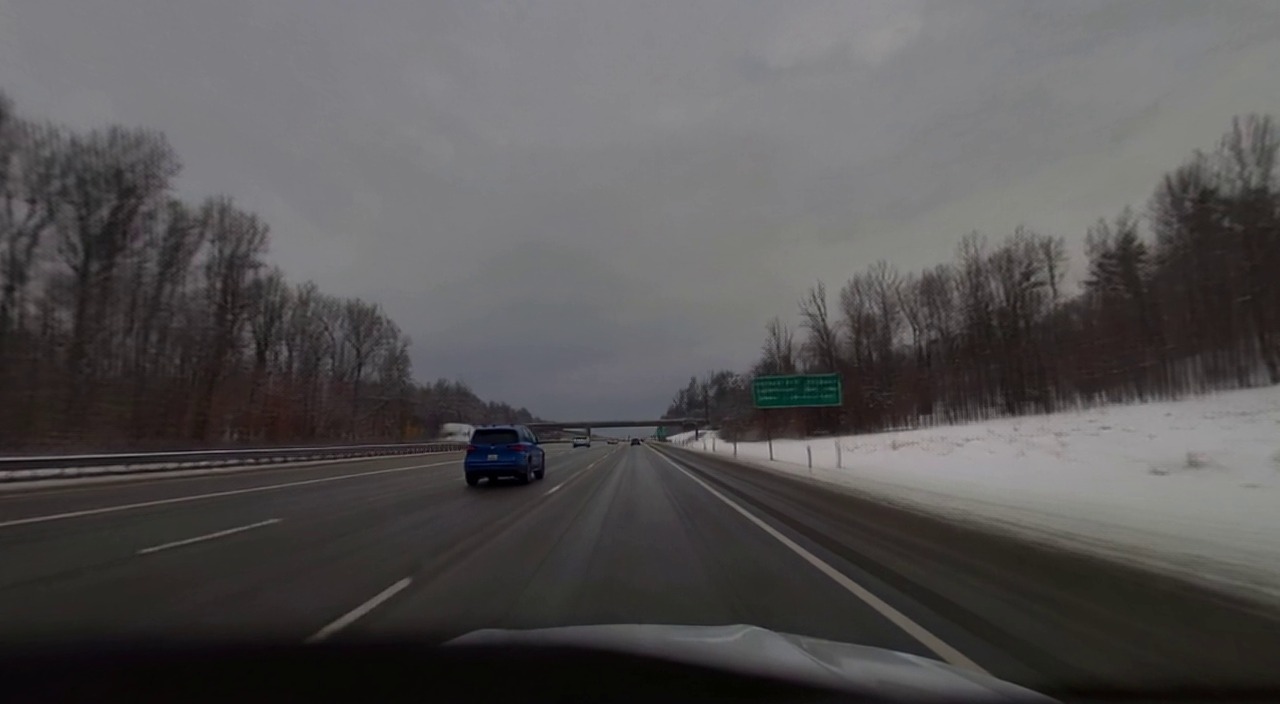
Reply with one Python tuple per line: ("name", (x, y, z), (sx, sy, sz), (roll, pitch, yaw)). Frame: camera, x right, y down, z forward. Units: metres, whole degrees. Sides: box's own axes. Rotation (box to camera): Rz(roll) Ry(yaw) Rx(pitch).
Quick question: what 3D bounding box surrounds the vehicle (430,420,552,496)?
("vehicle", (-3.630, 2.653, 16.266), (2.057, 1.666, 4.552), (0, -8, 0))
